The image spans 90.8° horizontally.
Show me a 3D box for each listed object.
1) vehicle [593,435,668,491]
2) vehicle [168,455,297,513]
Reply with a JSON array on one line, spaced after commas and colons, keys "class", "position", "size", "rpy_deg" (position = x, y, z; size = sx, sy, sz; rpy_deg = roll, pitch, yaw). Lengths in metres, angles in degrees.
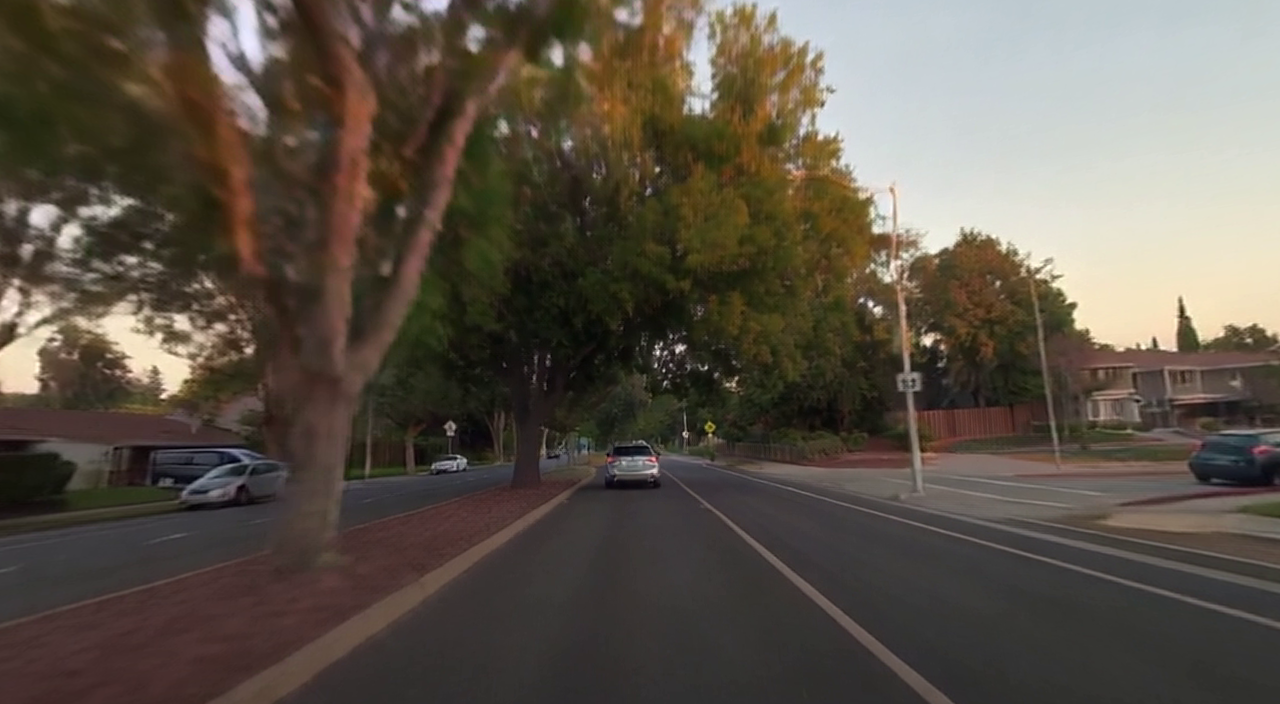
[{"class": "vehicle", "position": [-0.314, 3.567, 20.600], "size": [2.181, 1.639, 4.127], "rpy_deg": [0, -9, -1]}, {"class": "vehicle", "position": [-13.918, 4.482, 21.914], "size": [1.900, 1.596, 4.142], "rpy_deg": [-3, -8, -3]}]
